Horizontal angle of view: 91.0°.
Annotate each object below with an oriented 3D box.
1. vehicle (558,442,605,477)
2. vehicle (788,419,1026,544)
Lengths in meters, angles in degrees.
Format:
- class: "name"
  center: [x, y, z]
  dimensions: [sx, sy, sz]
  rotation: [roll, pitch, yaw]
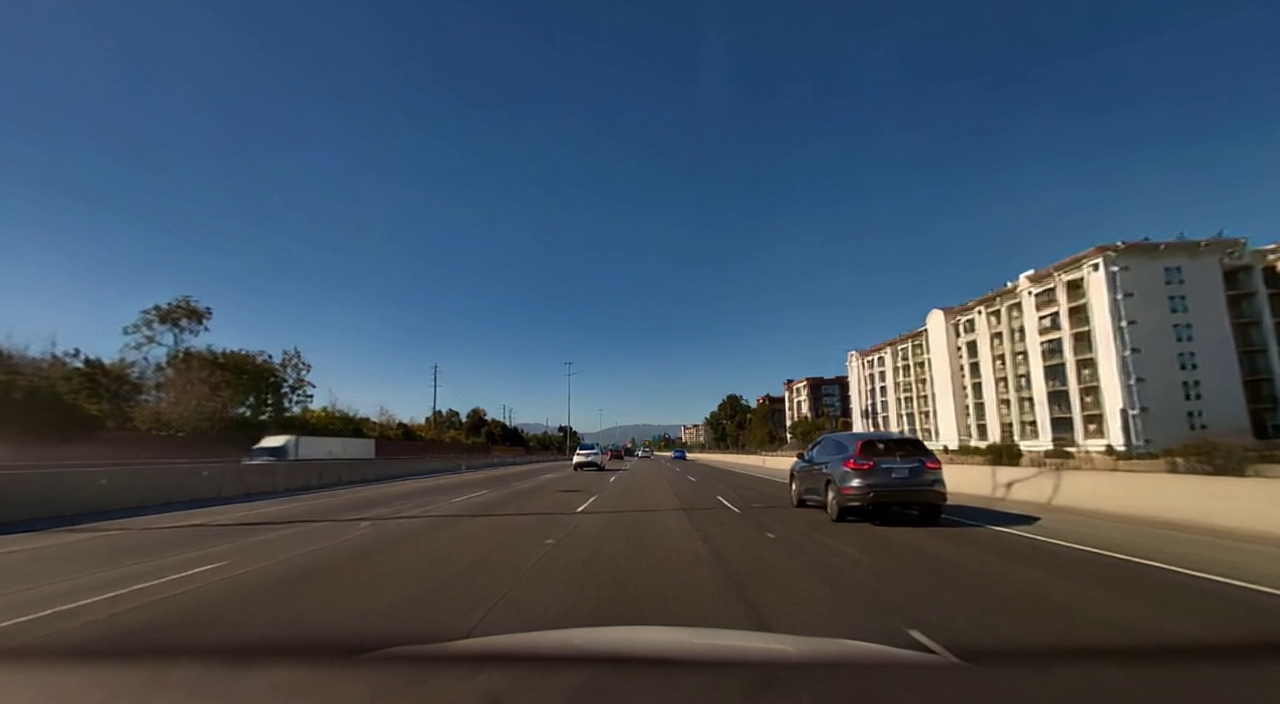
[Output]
- class: "vehicle"
  center: [-3.071, 5.770, 34.090]
  dimensions: [2.075, 1.721, 4.763]
  rotation: [0, -9, 1]
- class: "vehicle"
  center: [4.328, 2.183, 11.273]
  dimensions: [2.170, 1.733, 4.631]
  rotation: [0, -9, 0]
